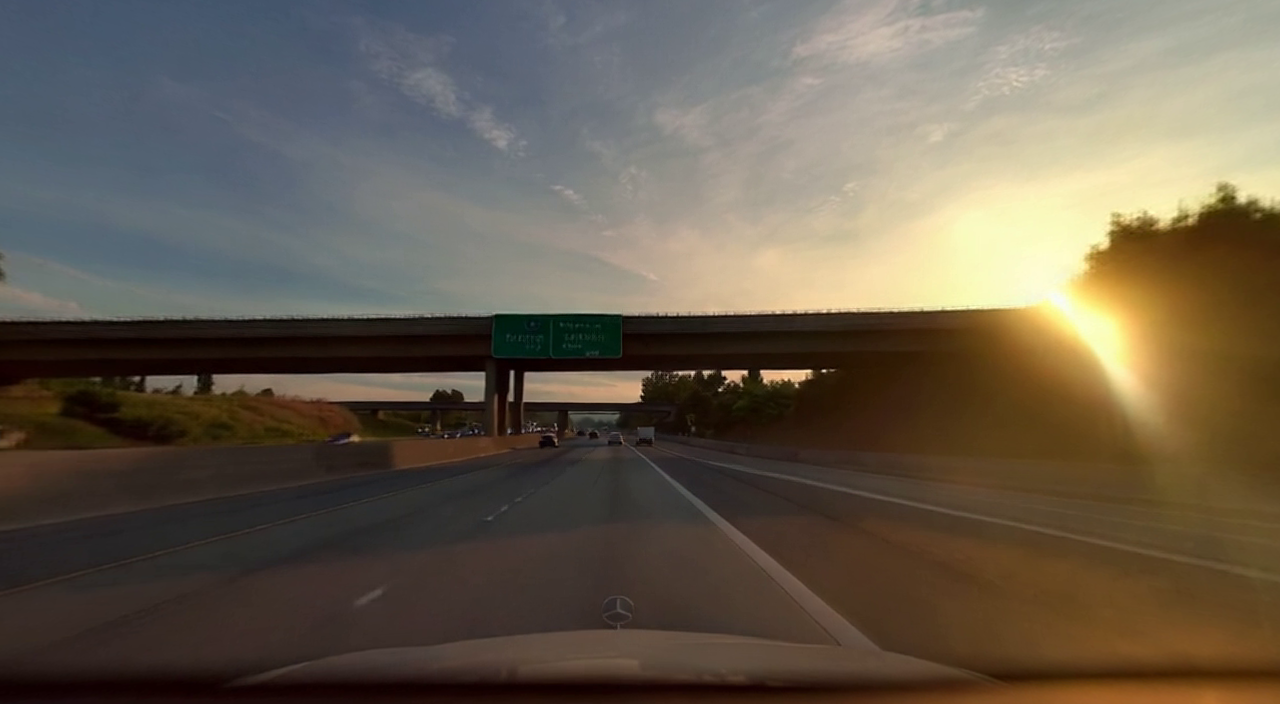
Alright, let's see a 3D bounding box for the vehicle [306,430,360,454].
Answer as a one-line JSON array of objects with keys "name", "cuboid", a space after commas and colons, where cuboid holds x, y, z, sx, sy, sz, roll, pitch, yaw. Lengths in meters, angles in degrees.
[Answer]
[{"name": "vehicle", "cuboid": [-22.430, 6.562, 46.117, 1.946, 1.673, 4.223, 0, -8, -2]}]
